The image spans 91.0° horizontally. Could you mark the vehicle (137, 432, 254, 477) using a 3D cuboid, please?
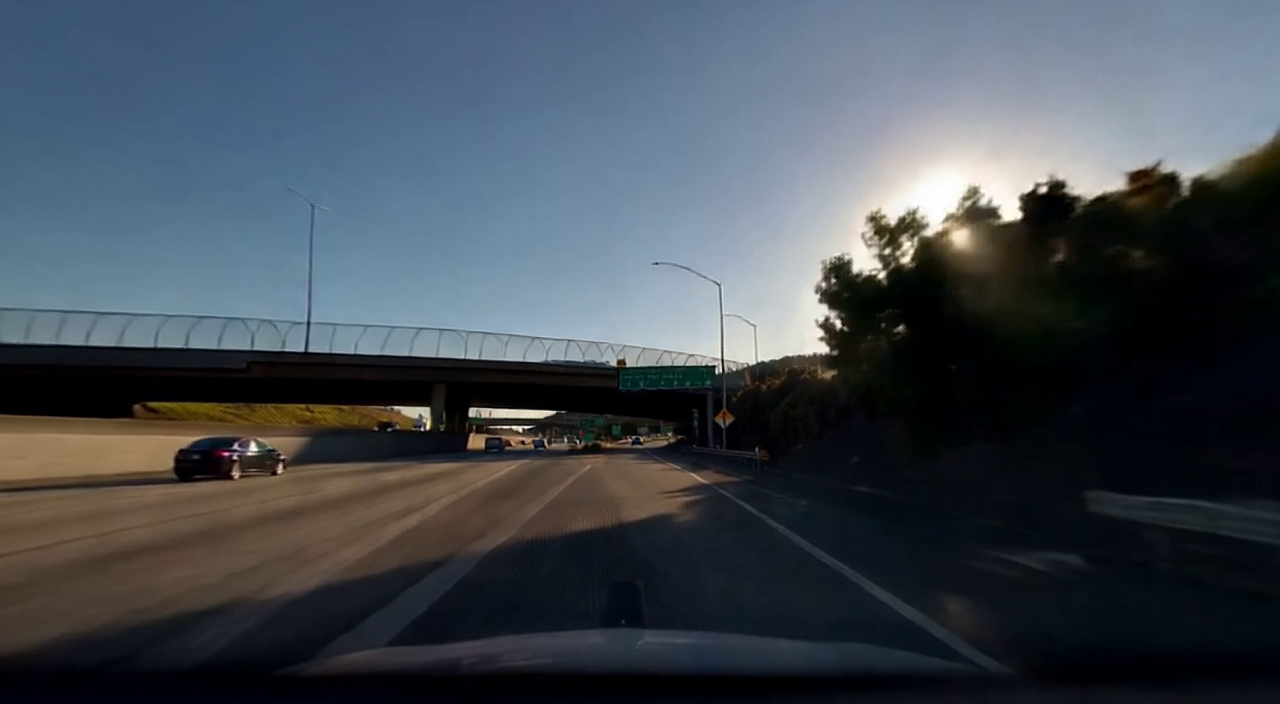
[{"bbox_3d":[-18.739,4.351,26.824,2.093,1.735,4.285,1,-9,-5],"label":"vehicle"}]
